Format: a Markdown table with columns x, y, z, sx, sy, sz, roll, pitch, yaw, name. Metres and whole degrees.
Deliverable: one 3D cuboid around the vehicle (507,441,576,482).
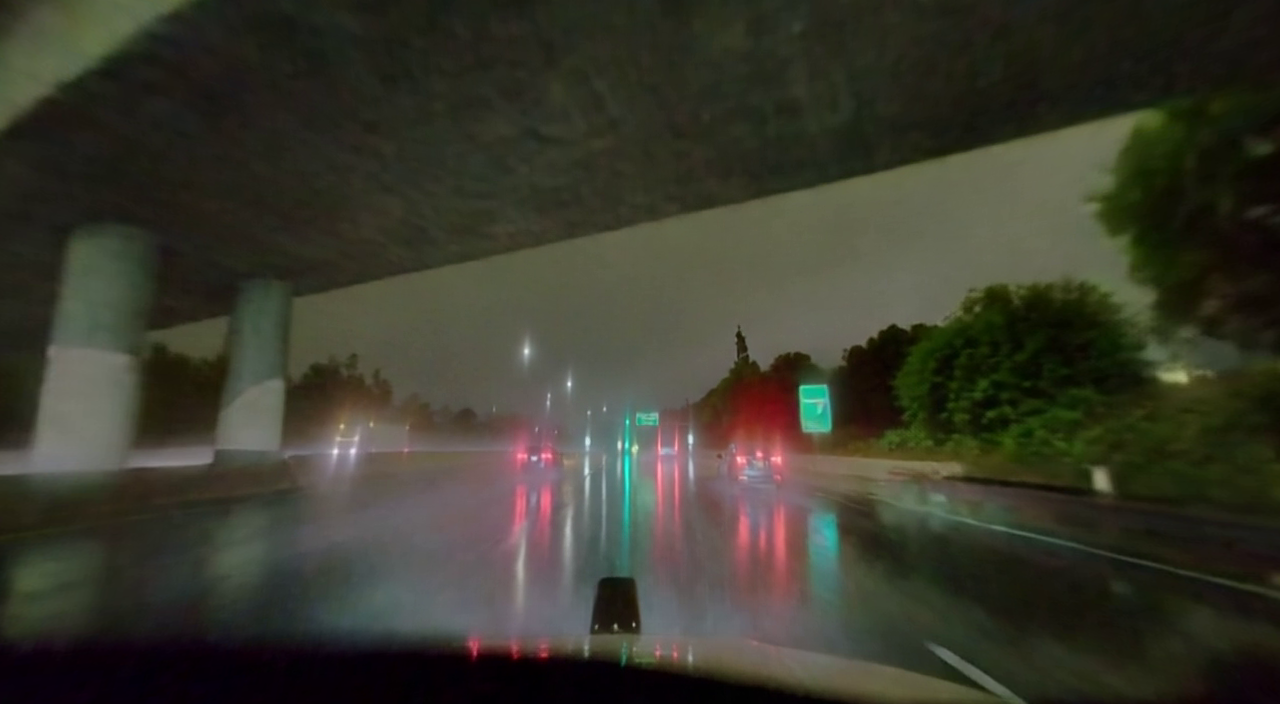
| x | y | z | sx | sy | sz | roll | pitch | yaw | name |
| --- | --- | --- | --- | --- | --- | --- | --- | --- | --- |
| -3.858 | 4.355 | 25.453 | 2.037 | 1.514 | 4.335 | 0 | -9 | 0 | vehicle |
